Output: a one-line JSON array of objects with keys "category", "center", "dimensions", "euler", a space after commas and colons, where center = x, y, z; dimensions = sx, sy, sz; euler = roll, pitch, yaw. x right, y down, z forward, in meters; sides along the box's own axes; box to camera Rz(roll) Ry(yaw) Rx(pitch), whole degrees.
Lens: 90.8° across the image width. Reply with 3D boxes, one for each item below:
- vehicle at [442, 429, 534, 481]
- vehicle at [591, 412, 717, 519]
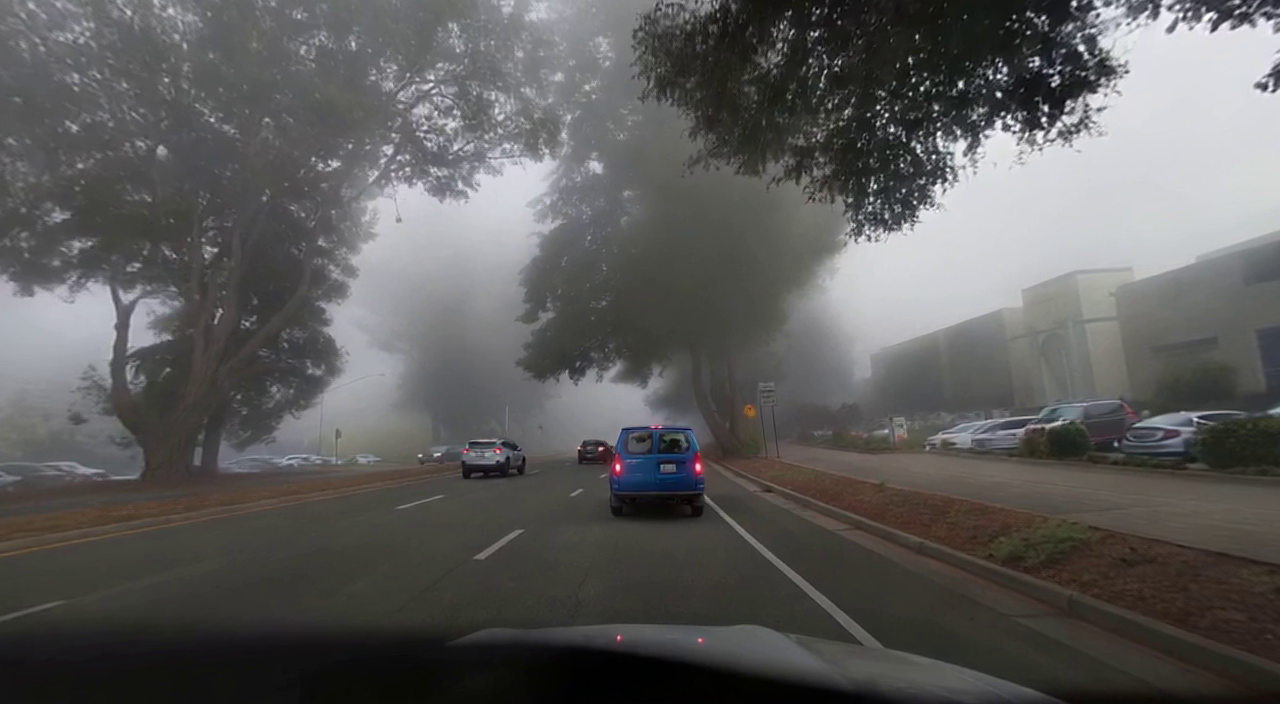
[{"category": "vehicle", "center": [-6.048, 4.170, 25.801], "dimensions": [2.154, 1.902, 4.735], "euler": [-1, -9, 6]}, {"category": "vehicle", "center": [0.322, 2.276, 13.079], "dimensions": [2.173, 1.830, 4.189], "euler": [0, -9, 2]}]
